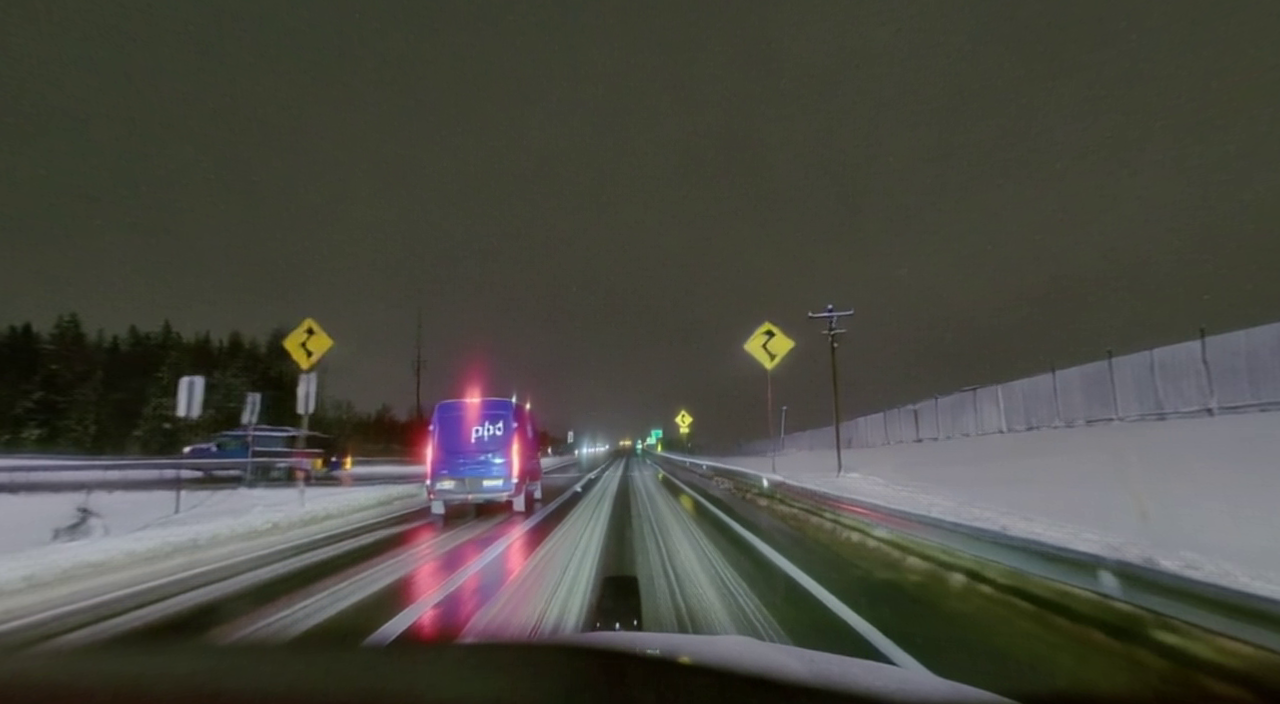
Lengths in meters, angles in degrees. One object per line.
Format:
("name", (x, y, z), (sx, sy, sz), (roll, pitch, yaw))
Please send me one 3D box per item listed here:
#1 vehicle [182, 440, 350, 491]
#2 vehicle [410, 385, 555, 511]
("vehicle", (-12.359, 3.766, 21.070), (4.396, 1.557, 1.952), (2, -9, -15))
("vehicle", (-3.783, 2.556, 16.786), (2.463, 2.640, 7.034), (0, -9, -4))
